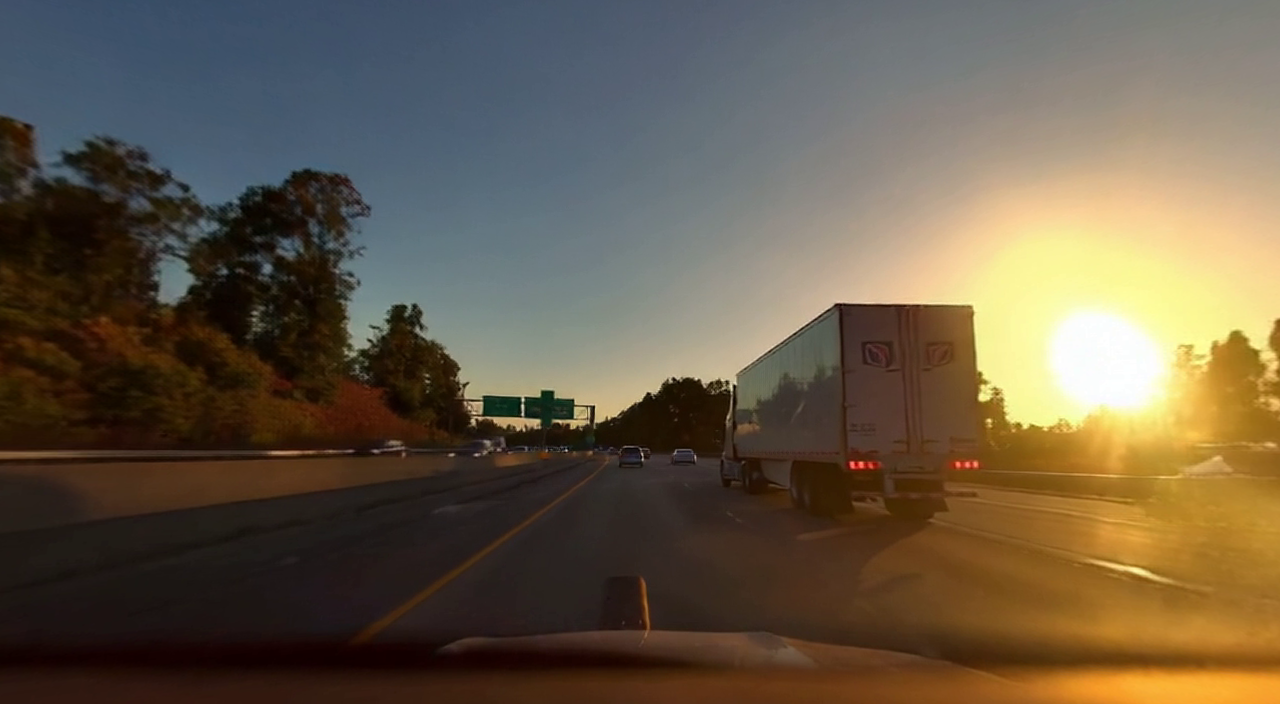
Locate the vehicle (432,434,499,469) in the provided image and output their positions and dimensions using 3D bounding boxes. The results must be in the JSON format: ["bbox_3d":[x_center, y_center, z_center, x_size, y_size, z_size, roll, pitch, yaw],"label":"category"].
[{"bbox_3d":[-8.136,4.690,29.741,2.029,1.527,4.006,0,-9,0],"label":"vehicle"}]

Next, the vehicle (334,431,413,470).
[{"bbox_3d":[-12.487,4.664,29.824,1.945,1.570,4.183,4,-9,-2],"label":"vehicle"}]

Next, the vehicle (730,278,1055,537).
[{"bbox_3d":[4.848,1.881,16.746,2.890,4.006,14.039,0,-9,0],"label":"vehicle"}]

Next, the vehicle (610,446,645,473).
[{"bbox_3d":[-0.774,6.744,39.854,2.111,1.599,3.859,0,-9,-1],"label":"vehicle"}]
